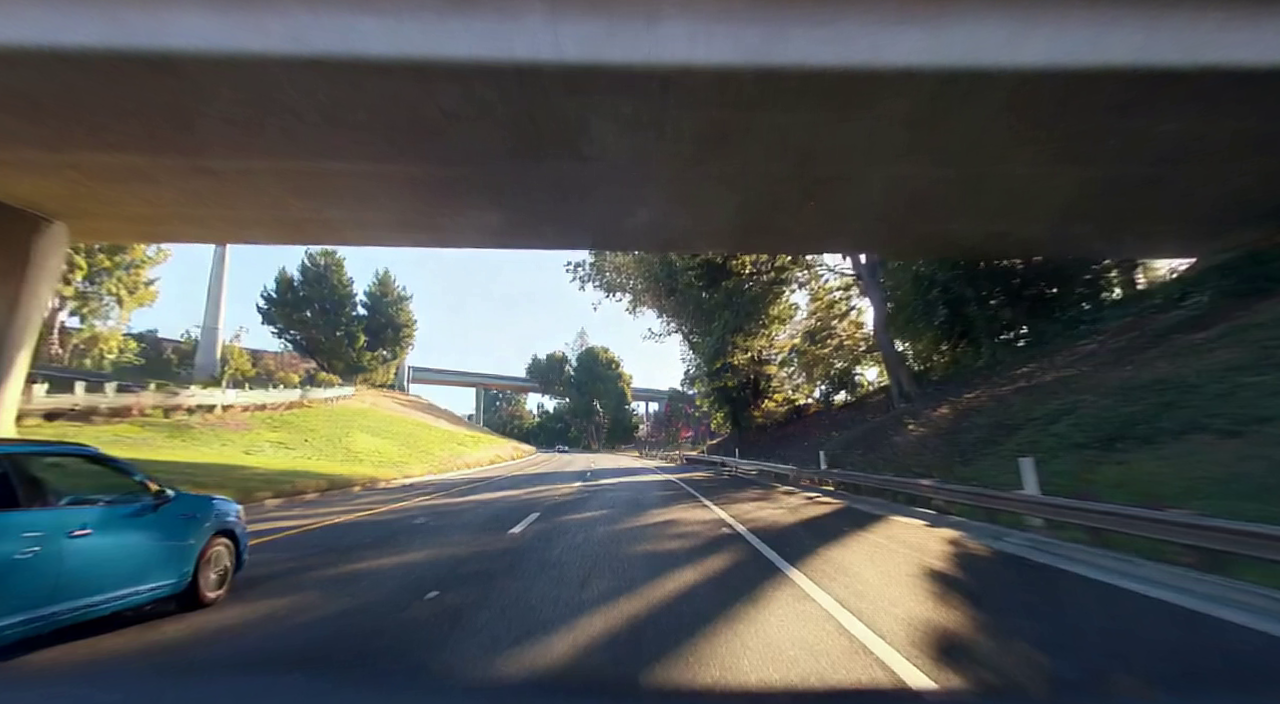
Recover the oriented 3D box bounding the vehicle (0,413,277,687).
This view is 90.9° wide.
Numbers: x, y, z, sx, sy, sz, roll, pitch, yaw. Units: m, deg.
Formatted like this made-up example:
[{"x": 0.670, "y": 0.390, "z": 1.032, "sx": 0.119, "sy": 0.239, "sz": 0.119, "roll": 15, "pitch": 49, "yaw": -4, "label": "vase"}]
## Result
[{"x": -4.529, "y": 1.153, "z": 3.834, "sx": 1.968, "sy": 1.503, "sz": 4.443, "roll": 0, "pitch": -9, "yaw": 0, "label": "vehicle"}]
